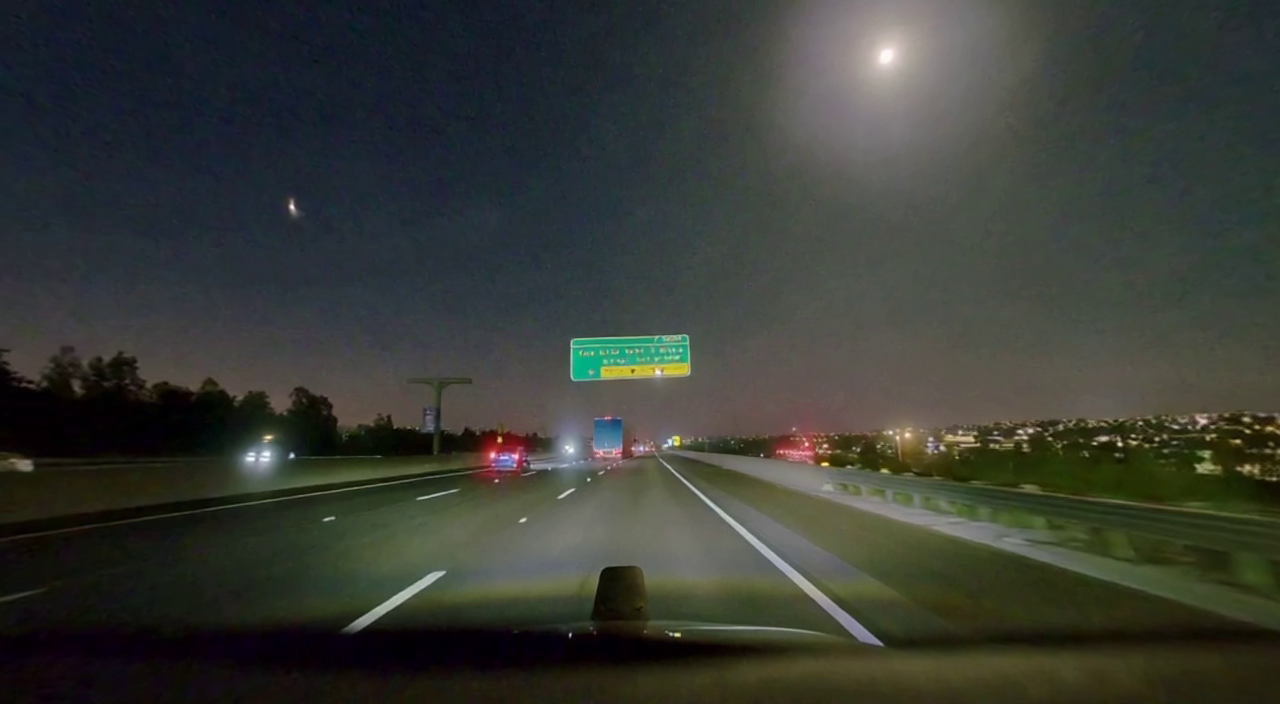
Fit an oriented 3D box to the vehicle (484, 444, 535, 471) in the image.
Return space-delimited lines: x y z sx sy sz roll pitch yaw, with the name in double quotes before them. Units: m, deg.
"vehicle" -7.577 6.137 36.936 1.901 1.467 4.629 0 -8 2
